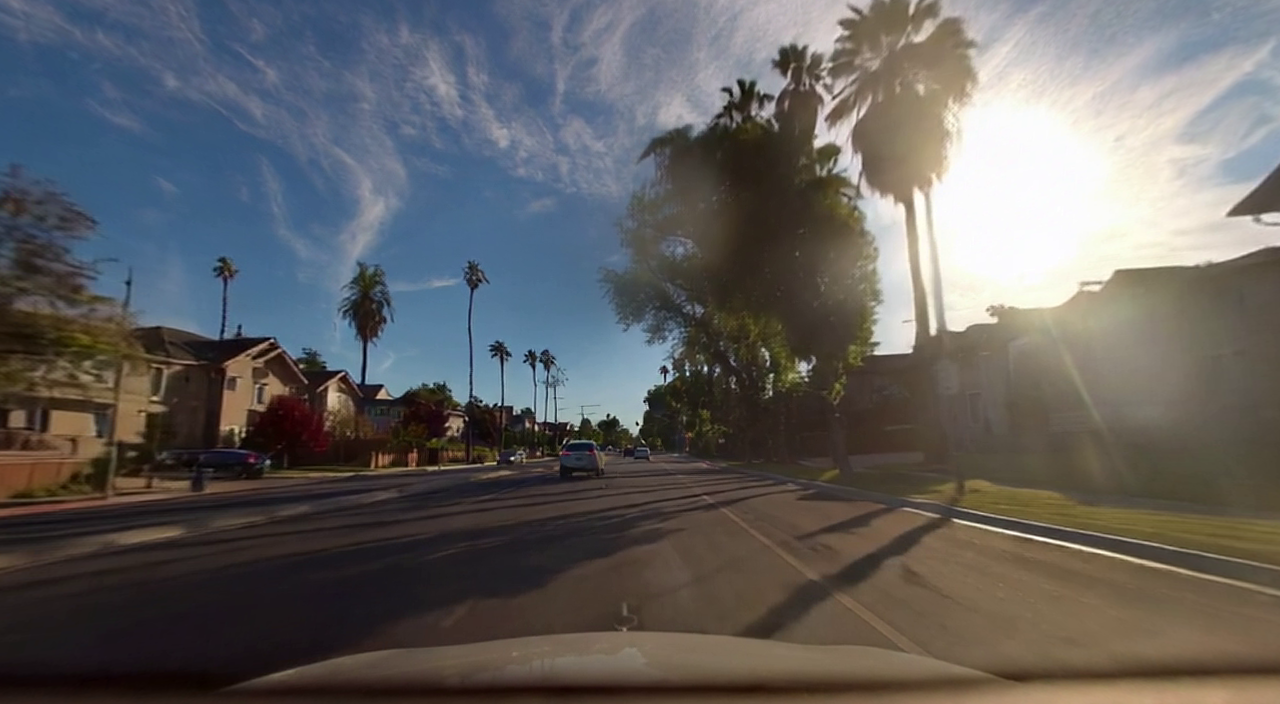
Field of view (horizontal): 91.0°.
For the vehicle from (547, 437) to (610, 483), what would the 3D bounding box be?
[{"bbox_3d":[-2.769,5.068,29.828,2.370,1.968,5.698,0,-9,0],"label":"vehicle"}]
